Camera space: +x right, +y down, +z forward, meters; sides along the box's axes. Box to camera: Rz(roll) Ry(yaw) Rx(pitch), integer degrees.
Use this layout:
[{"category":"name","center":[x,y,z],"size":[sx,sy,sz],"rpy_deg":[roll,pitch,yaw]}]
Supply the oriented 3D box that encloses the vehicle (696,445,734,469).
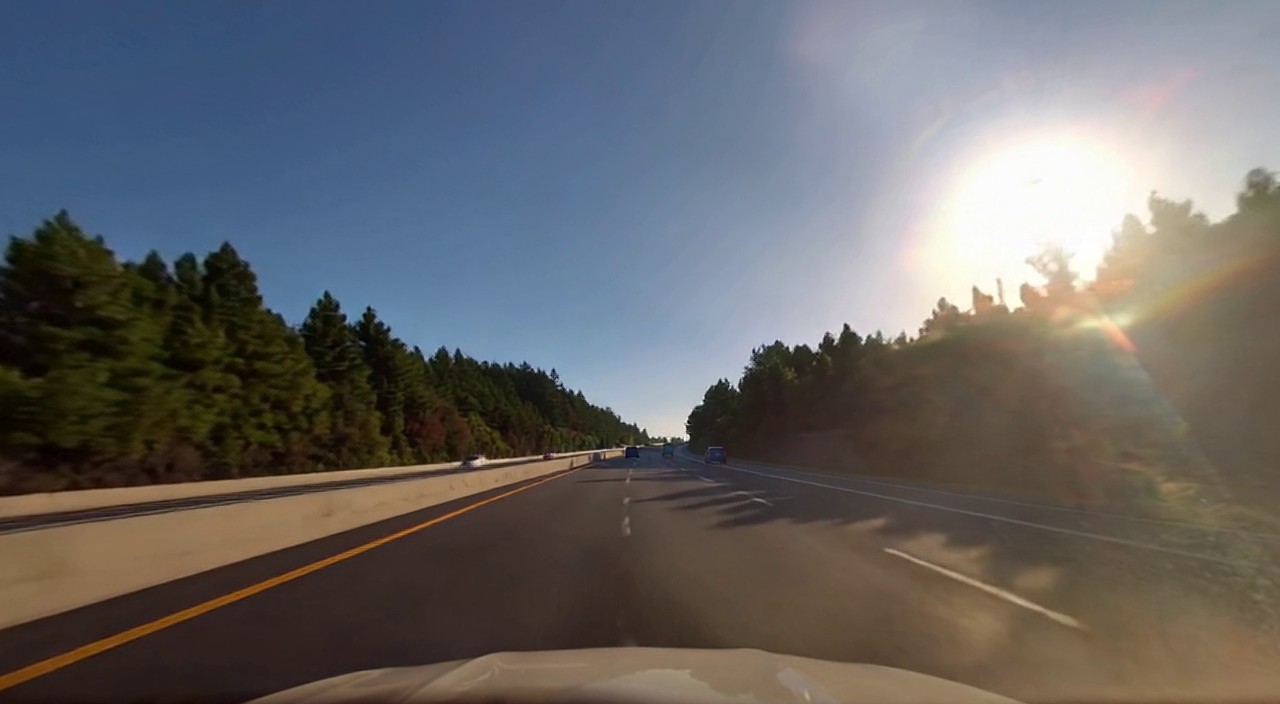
[{"category":"vehicle","center":[5.231,7.375,44.498],"size":[2.175,1.574,3.943],"rpy_deg":[0,-9,-1]}]
